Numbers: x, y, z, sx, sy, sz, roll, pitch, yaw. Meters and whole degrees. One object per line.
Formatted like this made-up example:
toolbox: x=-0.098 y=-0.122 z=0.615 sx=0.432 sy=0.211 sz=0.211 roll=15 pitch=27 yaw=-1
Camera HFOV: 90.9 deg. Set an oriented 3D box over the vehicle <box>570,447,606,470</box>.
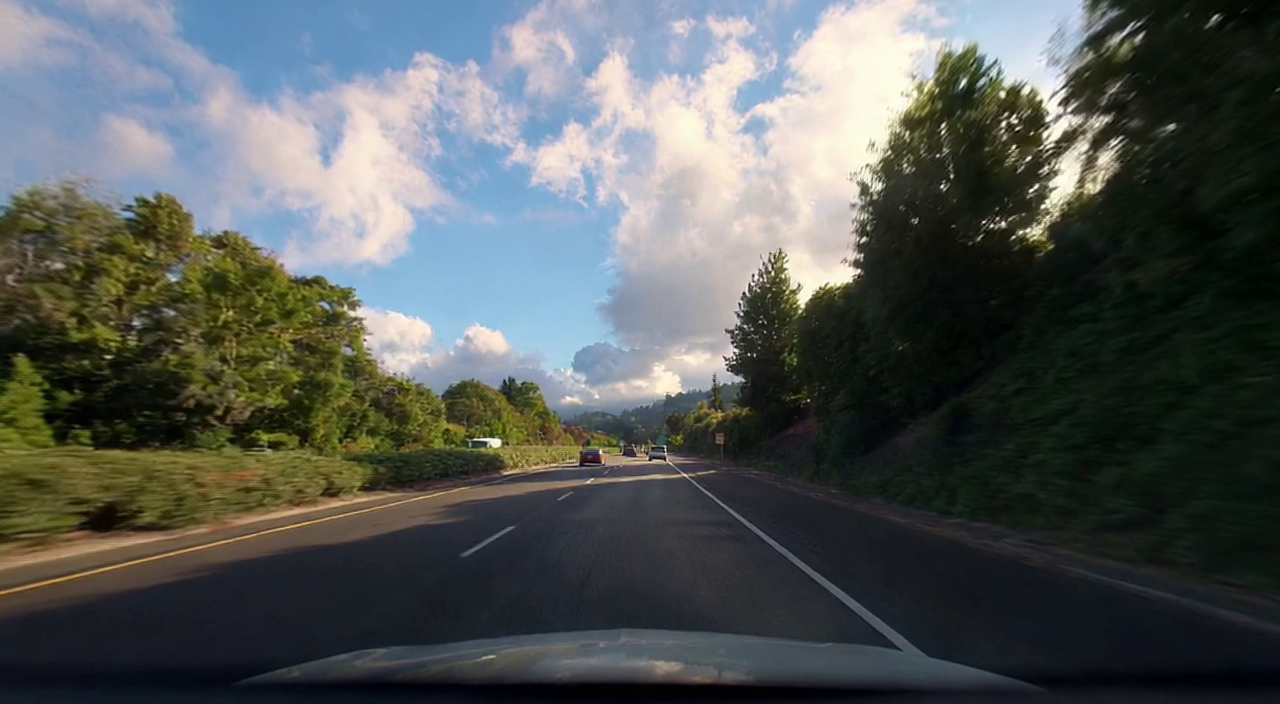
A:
vehicle: x=-3.509 y=7.214 z=42.851 sx=2.033 sy=1.449 sz=3.957 roll=0 pitch=-9 yaw=1
